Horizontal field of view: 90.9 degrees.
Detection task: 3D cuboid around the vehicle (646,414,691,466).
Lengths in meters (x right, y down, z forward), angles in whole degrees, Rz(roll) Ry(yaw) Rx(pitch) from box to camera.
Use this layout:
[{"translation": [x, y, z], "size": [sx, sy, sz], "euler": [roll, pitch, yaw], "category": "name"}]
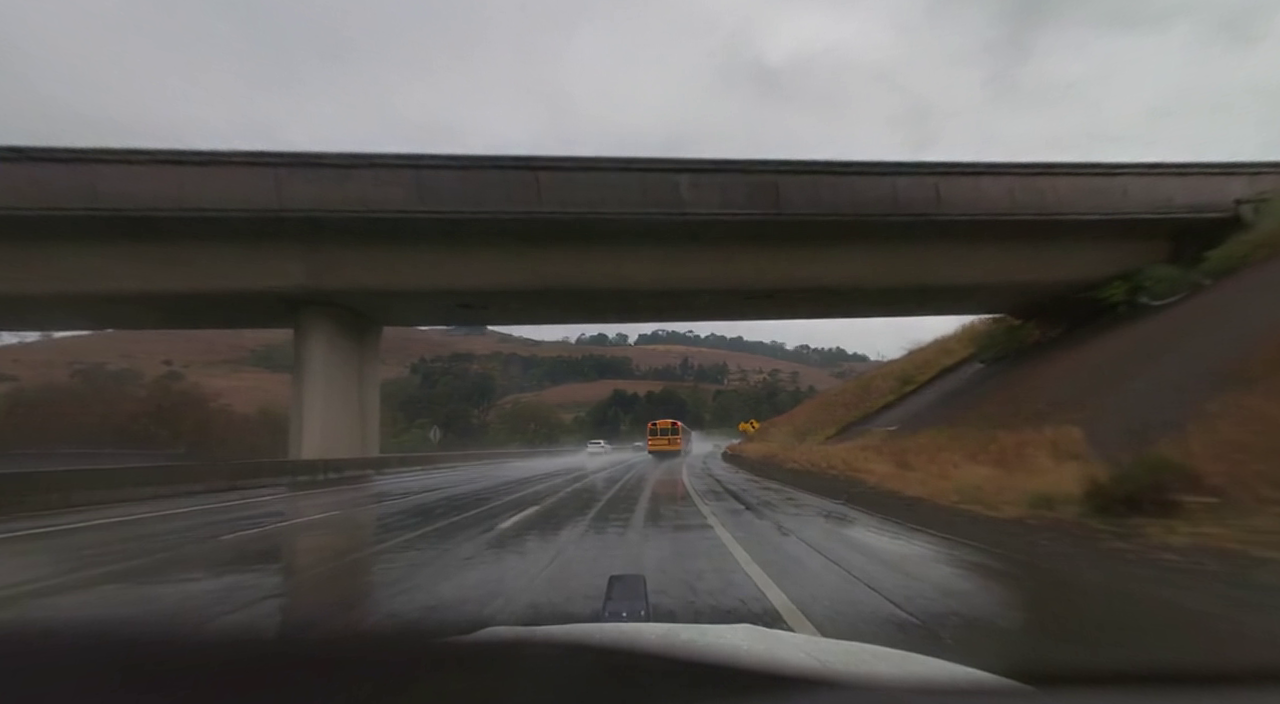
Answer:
[{"translation": [2.142, 6.465, 46.118], "size": [2.945, 3.295, 10.406], "euler": [0, -8, 3], "category": "vehicle"}]
